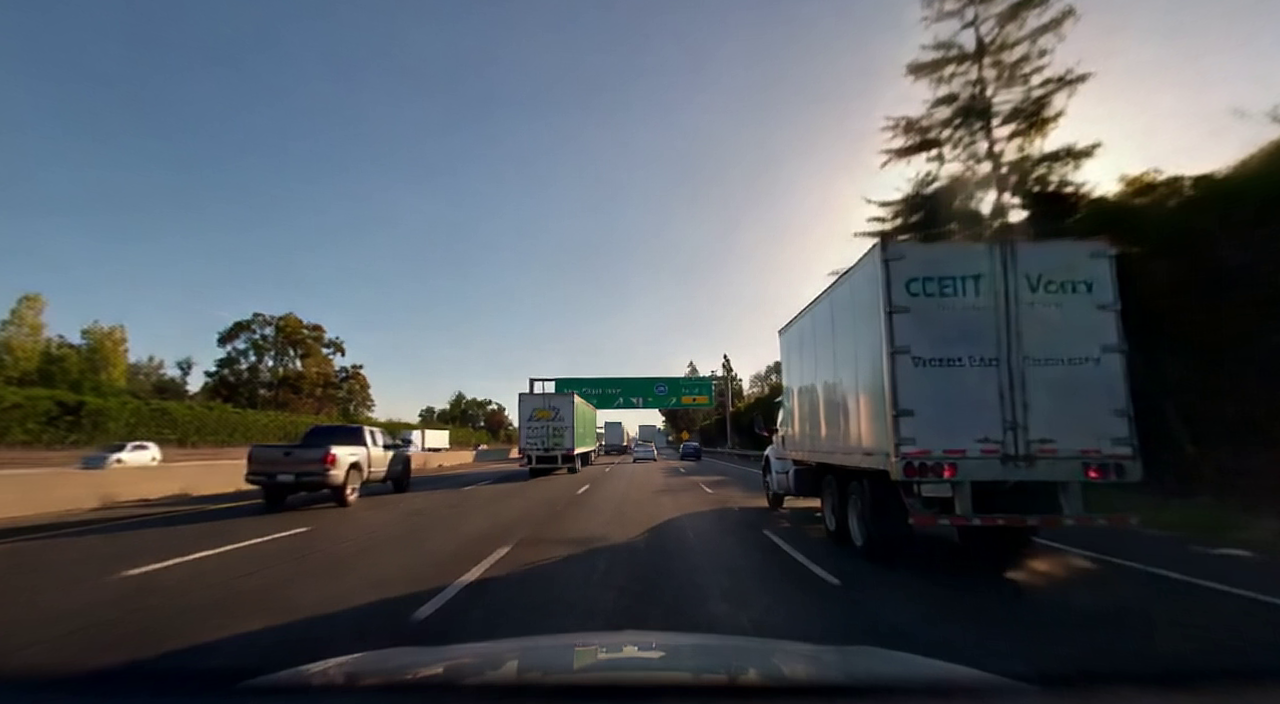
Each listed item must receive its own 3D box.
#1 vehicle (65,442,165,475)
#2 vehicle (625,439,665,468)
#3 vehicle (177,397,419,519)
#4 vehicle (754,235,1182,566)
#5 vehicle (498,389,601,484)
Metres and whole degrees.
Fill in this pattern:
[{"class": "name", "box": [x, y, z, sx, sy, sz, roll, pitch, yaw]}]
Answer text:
[{"class": "vehicle", "box": [-31.693, 6.421, 38.303, 1.995, 1.814, 4.701, 0, -8, 0]}, {"class": "vehicle", "box": [0.251, 5.719, 35.675, 2.105, 1.502, 4.068, 0, -8, 0]}, {"class": "vehicle", "box": [-7.193, 2.341, 14.291, 2.322, 2.195, 5.556, 0, -8, 0]}, {"class": "vehicle", "box": [4.043, 1.008, 10.410, 2.895, 3.484, 7.631, 0, -8, 0]}, {"class": "vehicle", "box": [-3.264, 3.379, 24.914, 2.745, 3.156, 7.608, 0, -8, 1]}]
